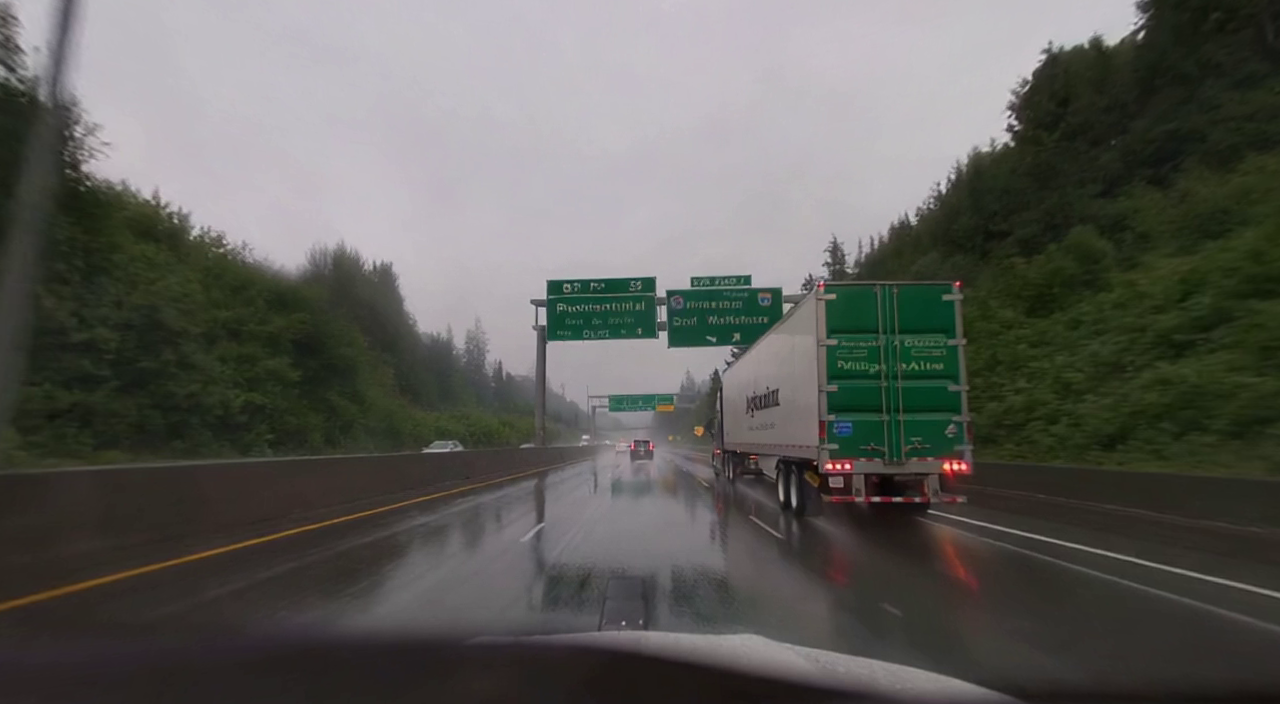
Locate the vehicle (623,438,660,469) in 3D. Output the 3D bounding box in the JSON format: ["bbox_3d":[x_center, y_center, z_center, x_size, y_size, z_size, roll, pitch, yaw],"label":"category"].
[{"bbox_3d":[0.073,6.036,37.555,2.067,1.690,3.901,0,-9,0],"label":"vehicle"}]

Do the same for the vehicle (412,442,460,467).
[{"bbox_3d":[-14.961,7.538,46.401,1.894,1.765,4.604,0,-9,1],"label":"vehicle"}]

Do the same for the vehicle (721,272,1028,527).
[{"bbox_3d":[4.512,1.747,16.818,3.011,4.028,13.890,0,-9,1],"label":"vehicle"}]
